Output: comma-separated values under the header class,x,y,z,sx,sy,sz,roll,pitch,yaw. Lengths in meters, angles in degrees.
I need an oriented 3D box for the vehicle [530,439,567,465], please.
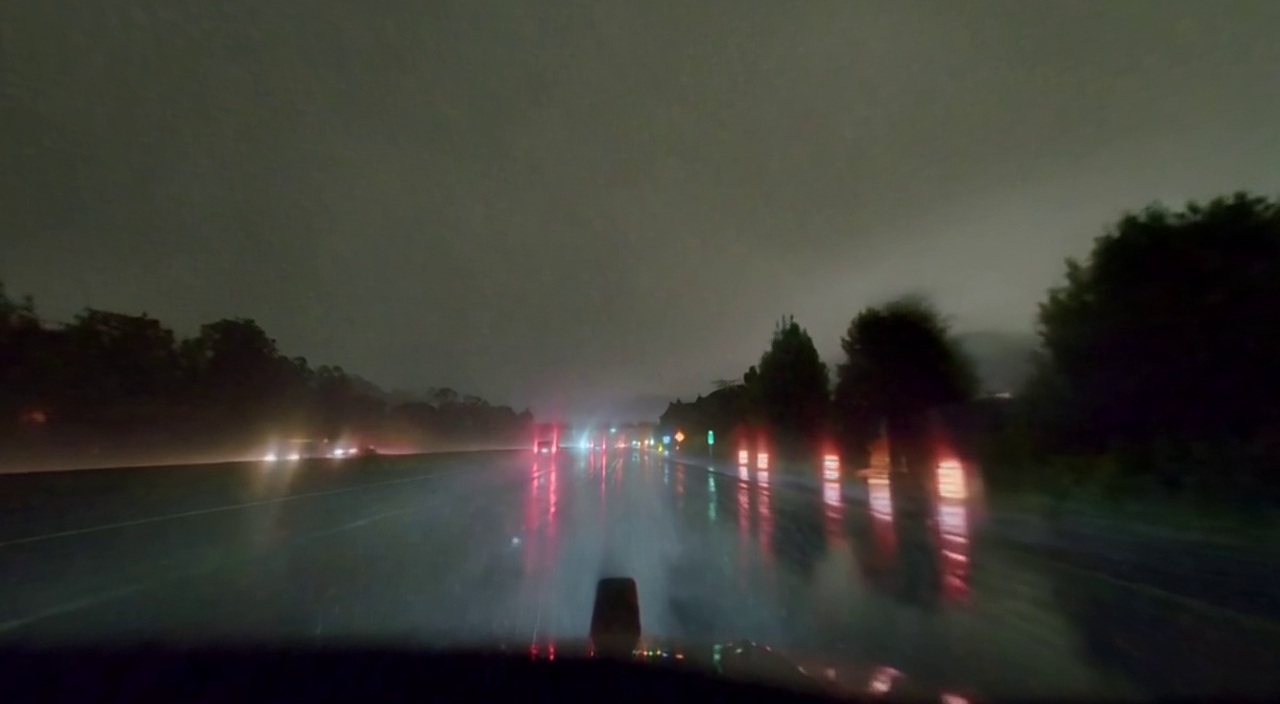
class,x,y,z,sx,sy,sz,roll,pitch,yaw
vehicle,-6.583,7.267,45.800,2.036,1.758,4.529,0,-9,0
